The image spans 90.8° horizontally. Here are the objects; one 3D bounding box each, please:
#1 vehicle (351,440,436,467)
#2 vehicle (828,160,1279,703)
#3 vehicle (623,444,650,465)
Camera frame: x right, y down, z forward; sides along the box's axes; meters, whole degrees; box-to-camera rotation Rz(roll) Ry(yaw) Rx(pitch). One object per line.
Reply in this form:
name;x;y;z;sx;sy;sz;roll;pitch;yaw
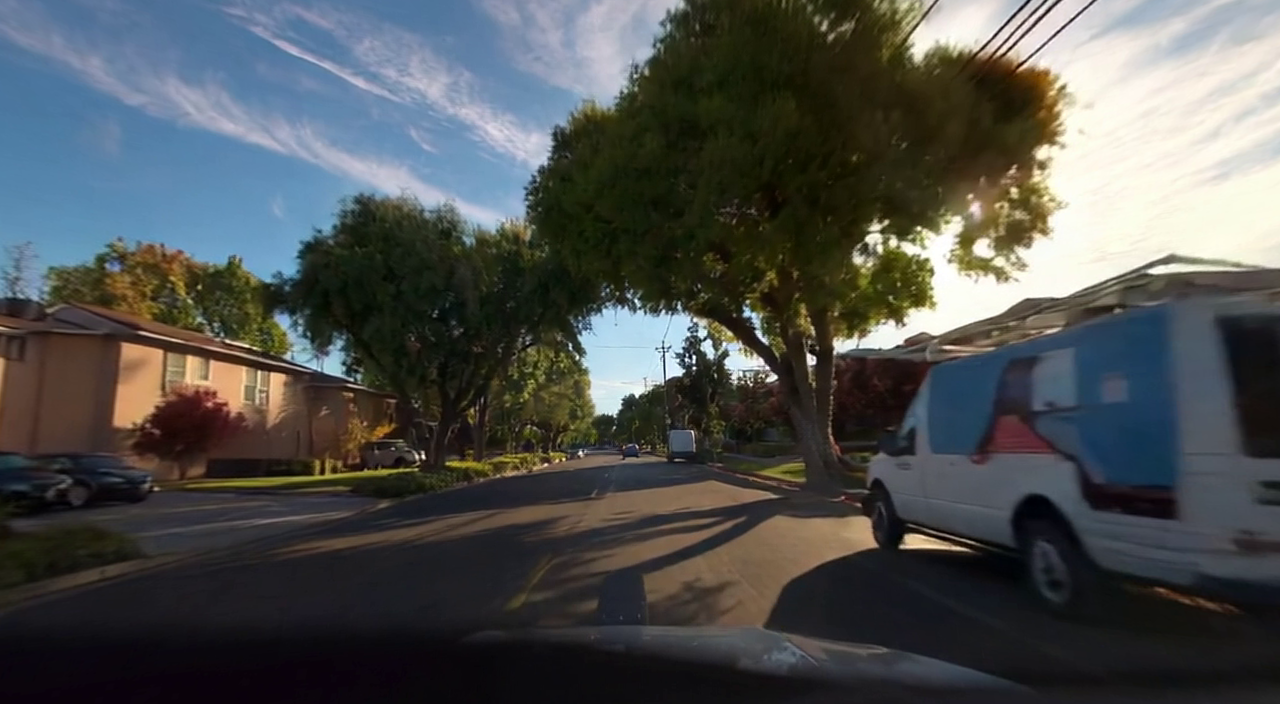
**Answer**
vehicle;-18.138;7.455;46.456;6.250;1.898;2.298;-5;-10;29
vehicle;4.040;0.808;6.062;2.384;2.791;5.899;0;-8;-2
vehicle;-0.309;8.039;49.785;2.062;1.509;4.305;0;-8;-1
